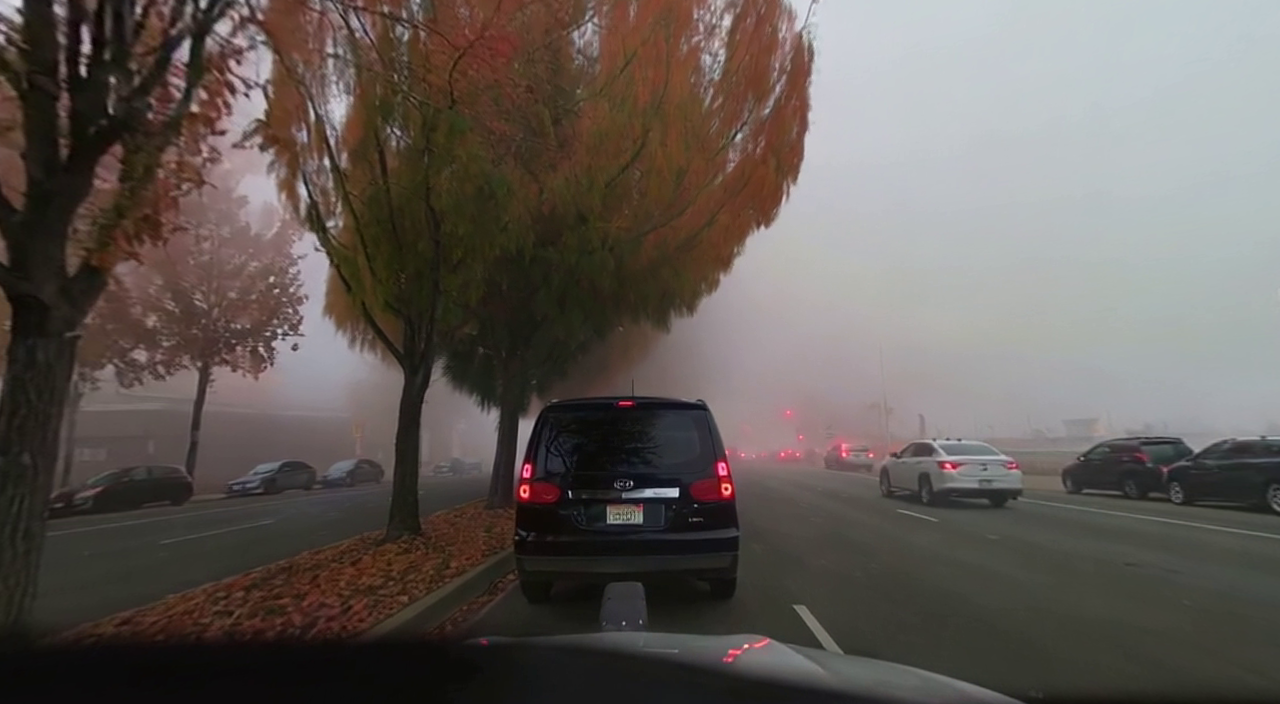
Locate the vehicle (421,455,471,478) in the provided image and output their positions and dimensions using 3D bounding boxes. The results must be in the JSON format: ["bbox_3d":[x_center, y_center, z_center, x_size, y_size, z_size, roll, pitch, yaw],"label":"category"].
[{"bbox_3d":[-13.761,8.127,45.027,1.995,1.466,4.580,0,-8,2],"label":"vehicle"}]

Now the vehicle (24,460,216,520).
[{"bbox_3d":[-15.155,3.995,18.800,1.877,1.445,4.436,0,-8,1],"label":"vehicle"}]

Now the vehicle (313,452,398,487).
[{"bbox_3d":[-14.480,5.988,32.500,1.921,1.621,4.930,0,-8,2],"label":"vehicle"}]

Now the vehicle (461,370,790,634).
[{"bbox_3d":[-0.006,1.405,6.912,2.344,1.863,4.665,0,-8,3],"label":"vehicle"}]

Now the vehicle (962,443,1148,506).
[{"bbox_3d":[10.795,3.179,16.931,2.021,1.460,4.471,0,-8,1],"label":"vehicle"}]

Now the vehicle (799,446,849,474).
[{"bbox_3d":[12.286,7.229,42.406,2.040,1.738,4.414,0,-8,1],"label":"vehicle"}]

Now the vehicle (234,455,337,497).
[{"bbox_3d":[-14.929,5.213,26.854,1.947,1.558,4.065,0,-8,1],"label":"vehicle"}]

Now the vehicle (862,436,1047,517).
[{"bbox_3d":[6.954,2.774,14.698,1.928,1.529,4.917,0,-8,2],"label":"vehicle"}]
